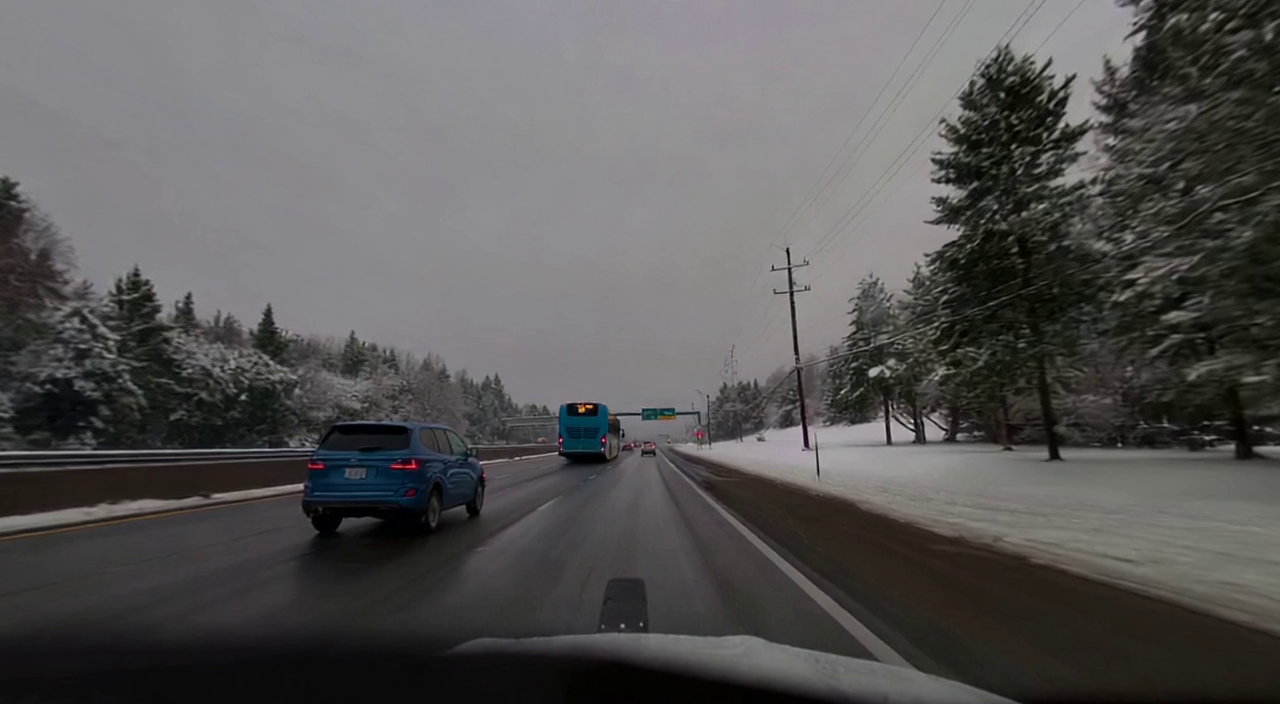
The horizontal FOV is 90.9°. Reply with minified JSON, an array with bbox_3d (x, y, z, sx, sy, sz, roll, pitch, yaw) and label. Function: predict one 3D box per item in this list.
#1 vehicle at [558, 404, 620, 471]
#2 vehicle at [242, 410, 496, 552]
[{"bbox_3d":[-3.060,5.631,41.088,2.964,3.735,11.465,0,-8,1],"label":"vehicle"},{"bbox_3d":[-3.839,1.911,9.952,2.021,1.730,4.223,0,-9,1],"label":"vehicle"}]
